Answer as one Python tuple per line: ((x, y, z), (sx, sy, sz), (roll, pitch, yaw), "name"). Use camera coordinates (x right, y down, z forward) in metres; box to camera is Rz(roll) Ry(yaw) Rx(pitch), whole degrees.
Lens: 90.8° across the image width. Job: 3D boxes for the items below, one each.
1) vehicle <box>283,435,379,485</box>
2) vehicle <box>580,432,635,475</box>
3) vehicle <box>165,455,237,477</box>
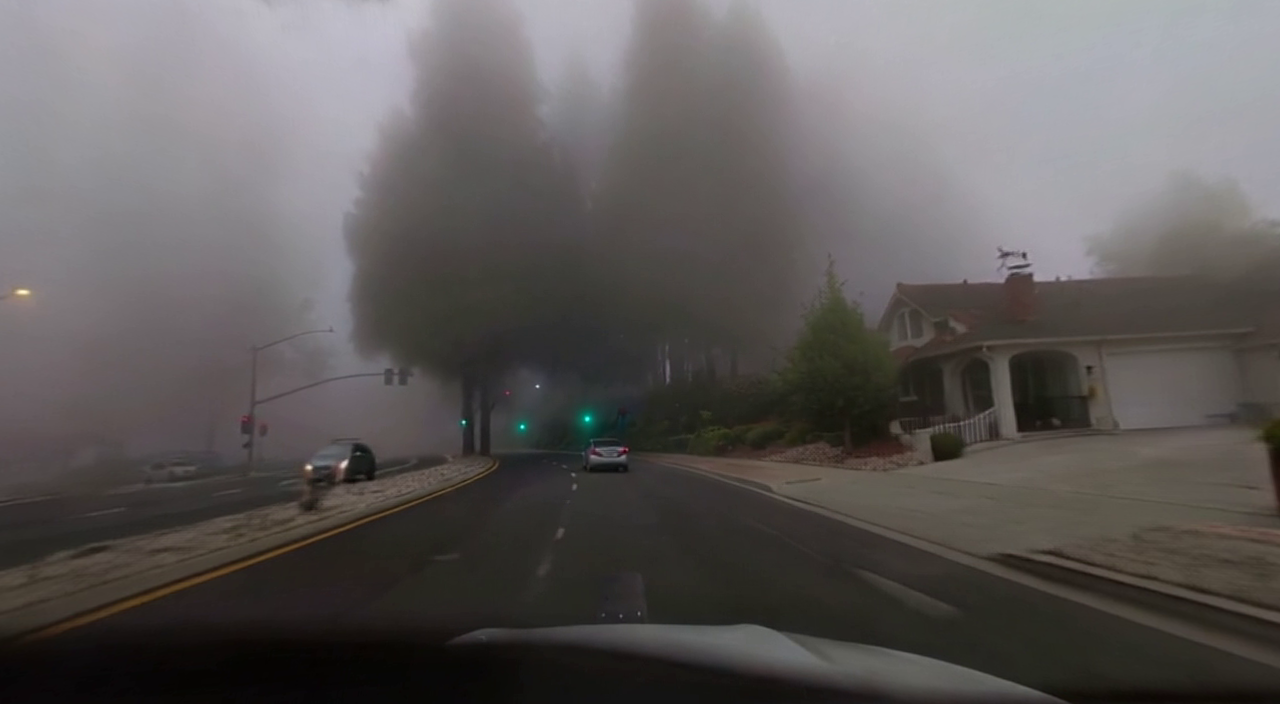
((-13.690, 4.800, 28.448), (2.259, 1.973, 5.712), (1, -9, -9), "vehicle")
((-1.516, 4.476, 27.934), (1.990, 1.707, 4.225), (1, -9, -9), "vehicle")
((-34.643, 8.965, 49.958), (4.271, 1.640, 2.033), (4, -9, -25), "vehicle")
